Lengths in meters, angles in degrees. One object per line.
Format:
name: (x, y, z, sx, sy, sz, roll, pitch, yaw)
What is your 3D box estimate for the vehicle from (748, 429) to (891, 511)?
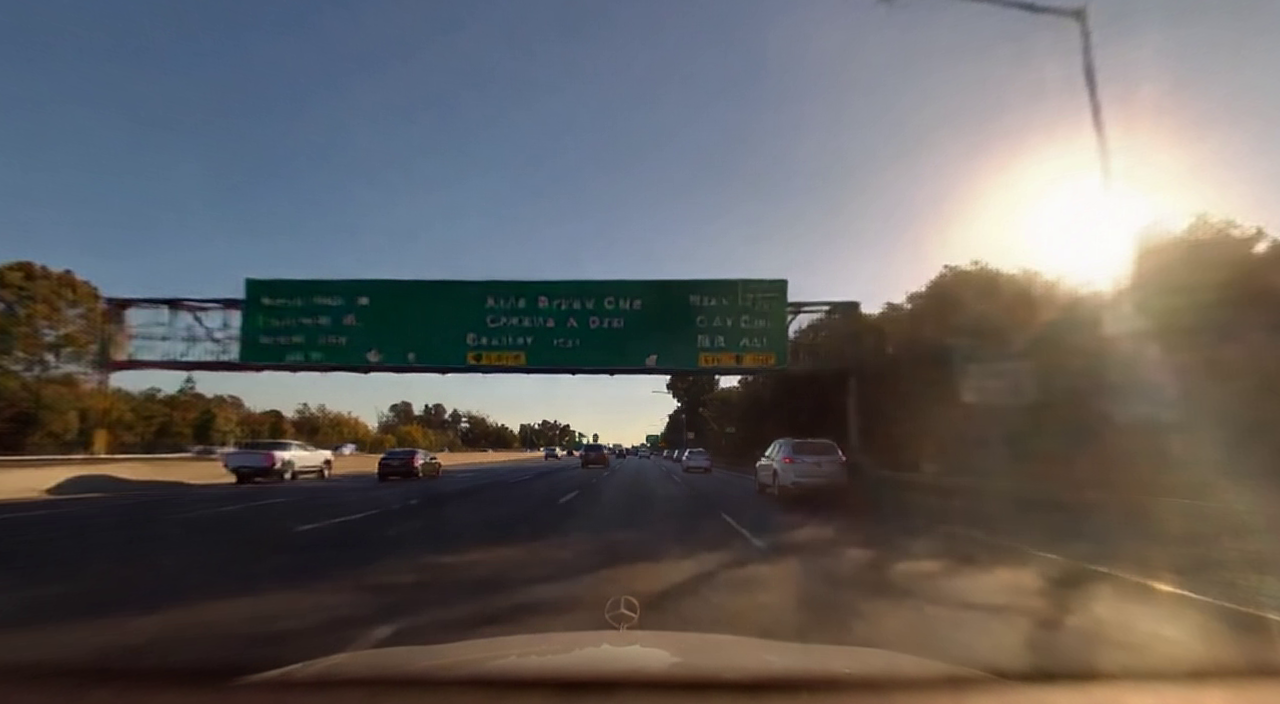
vehicle: (4.321, 2.939, 16.178, 2.218, 1.776, 4.807, 0, -9, 0)

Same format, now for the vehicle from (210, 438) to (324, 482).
vehicle: (-16.858, 4.882, 28.858, 2.181, 1.819, 4.830, 0, -9, 1)

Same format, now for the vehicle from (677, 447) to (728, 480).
vehicle: (3.051, 5.536, 31.520, 2.126, 1.529, 4.438, 0, -9, 1)

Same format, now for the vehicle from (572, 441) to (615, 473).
vehicle: (-2.967, 6.866, 41.383, 2.449, 1.929, 5.503, 0, -9, 0)

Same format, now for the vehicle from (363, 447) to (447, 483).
vehicle: (-10.461, 5.061, 28.473, 1.974, 1.472, 4.684, 0, -9, 0)
